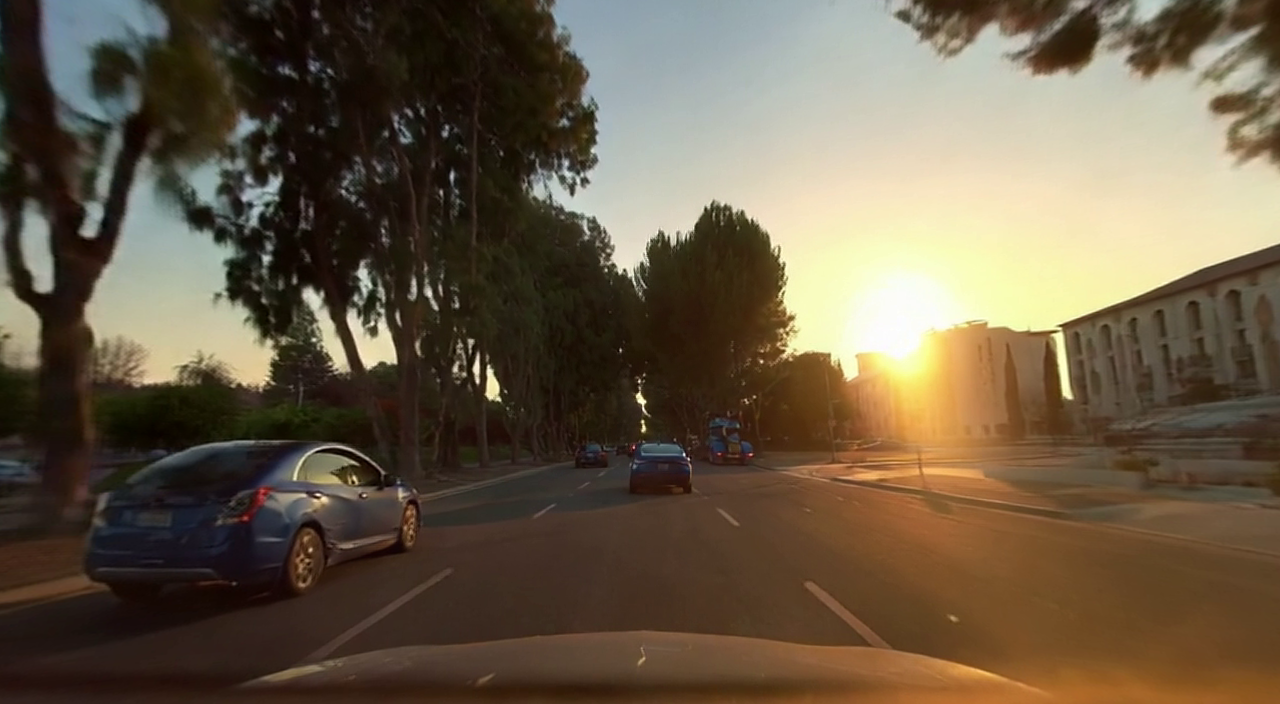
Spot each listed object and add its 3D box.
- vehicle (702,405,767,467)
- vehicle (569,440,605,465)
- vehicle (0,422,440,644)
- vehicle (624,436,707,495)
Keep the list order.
[{"bbox_3d":[6.132,5.777,42.863,2.867,3.600,11.047,-1,-8,1],"label":"vehicle"},{"bbox_3d":[-3.640,7.044,44.133,2.062,1.641,4.193,0,-8,1],"label":"vehicle"},{"bbox_3d":[-3.975,1.599,6.790,2.003,1.507,4.808,0,-8,1],"label":"vehicle"},{"bbox_3d":[0.629,3.182,18.044,2.086,1.466,4.026,0,-8,-1],"label":"vehicle"}]
